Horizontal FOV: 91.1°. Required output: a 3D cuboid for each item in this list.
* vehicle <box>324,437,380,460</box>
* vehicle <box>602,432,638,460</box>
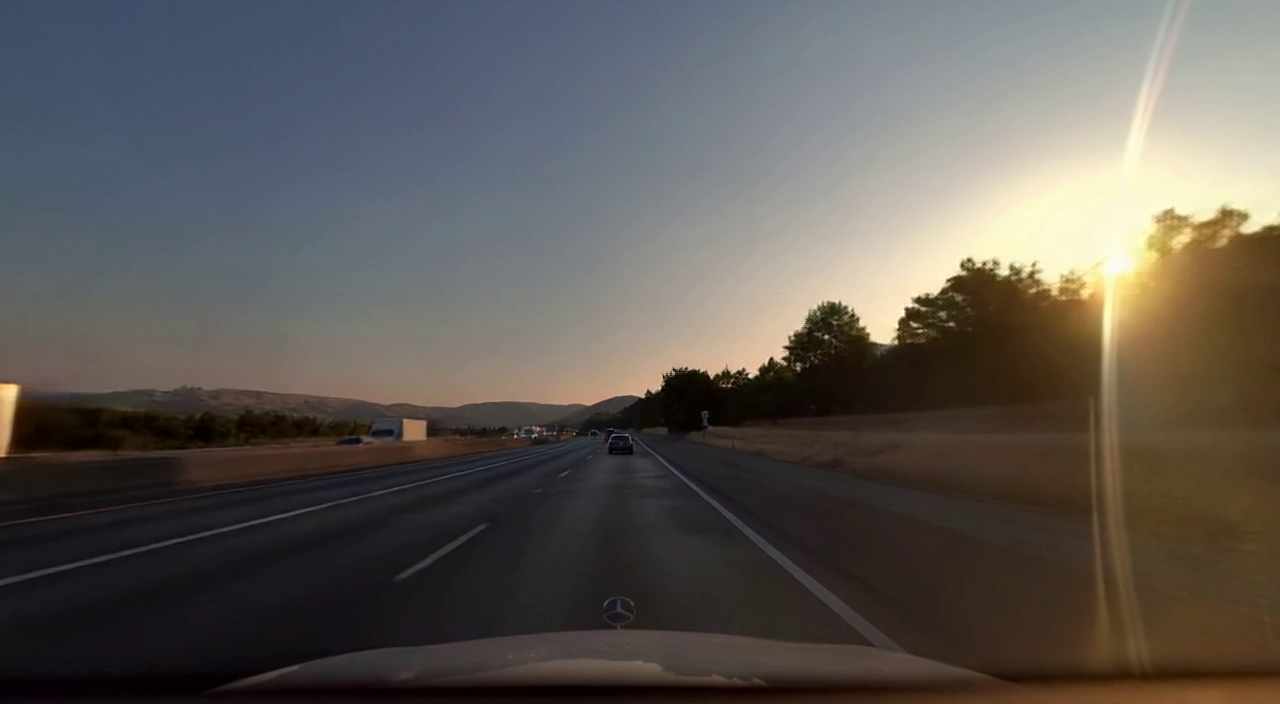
[{"bbox_3d":[-20.303,6.802,44.543,1.900,1.509,4.555,0,-8,-2],"label":"vehicle"},{"bbox_3d":[-1.130,5.305,35.687,1.948,1.470,3.913,0,-8,-2],"label":"vehicle"}]
